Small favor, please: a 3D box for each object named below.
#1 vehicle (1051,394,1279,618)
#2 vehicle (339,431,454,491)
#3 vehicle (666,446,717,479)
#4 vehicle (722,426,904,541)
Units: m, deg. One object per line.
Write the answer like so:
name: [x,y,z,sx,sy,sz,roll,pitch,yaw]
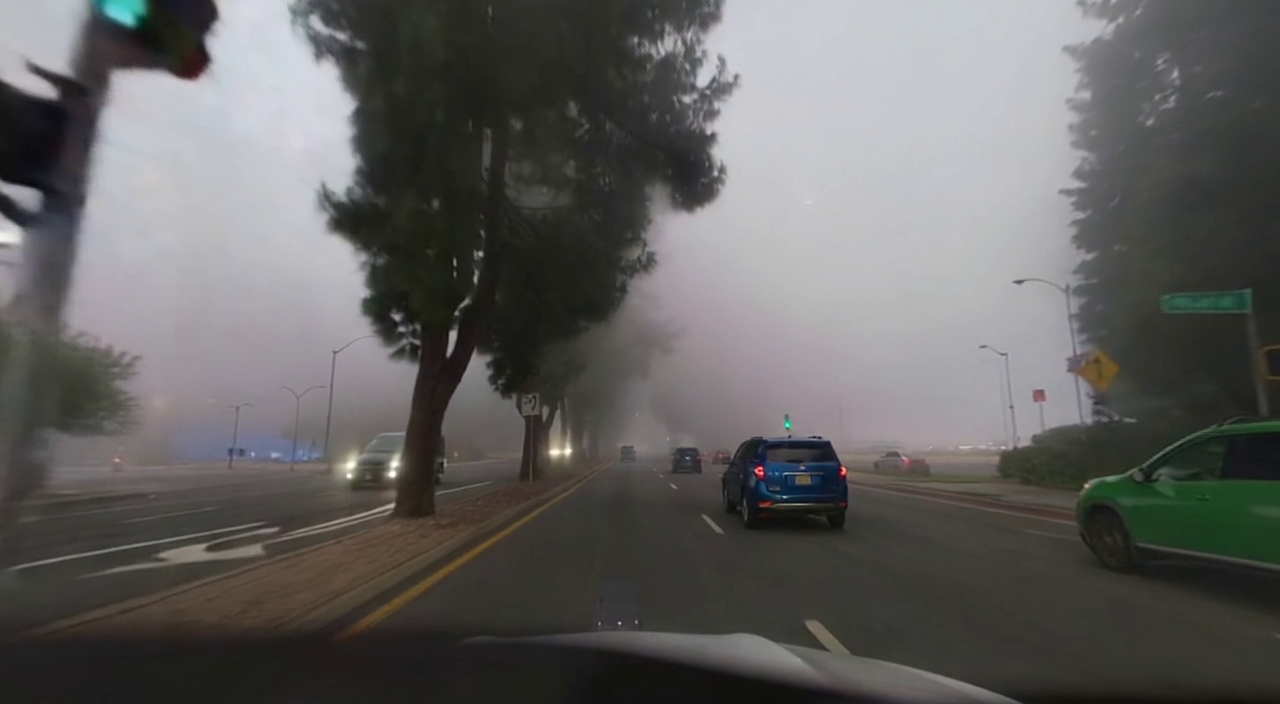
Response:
vehicle: [6.282,1.309,5.477,2.153,1.811,4.595,0,-8,-2]
vehicle: [-9.240,4.173,24.524,2.215,2.062,5.360,0,-8,1]
vehicle: [2.437,5.342,30.845,1.980,1.484,4.093,0,-8,-2]
vehicle: [2.874,2.289,11.579,2.075,1.698,4.142,0,-8,-1]
